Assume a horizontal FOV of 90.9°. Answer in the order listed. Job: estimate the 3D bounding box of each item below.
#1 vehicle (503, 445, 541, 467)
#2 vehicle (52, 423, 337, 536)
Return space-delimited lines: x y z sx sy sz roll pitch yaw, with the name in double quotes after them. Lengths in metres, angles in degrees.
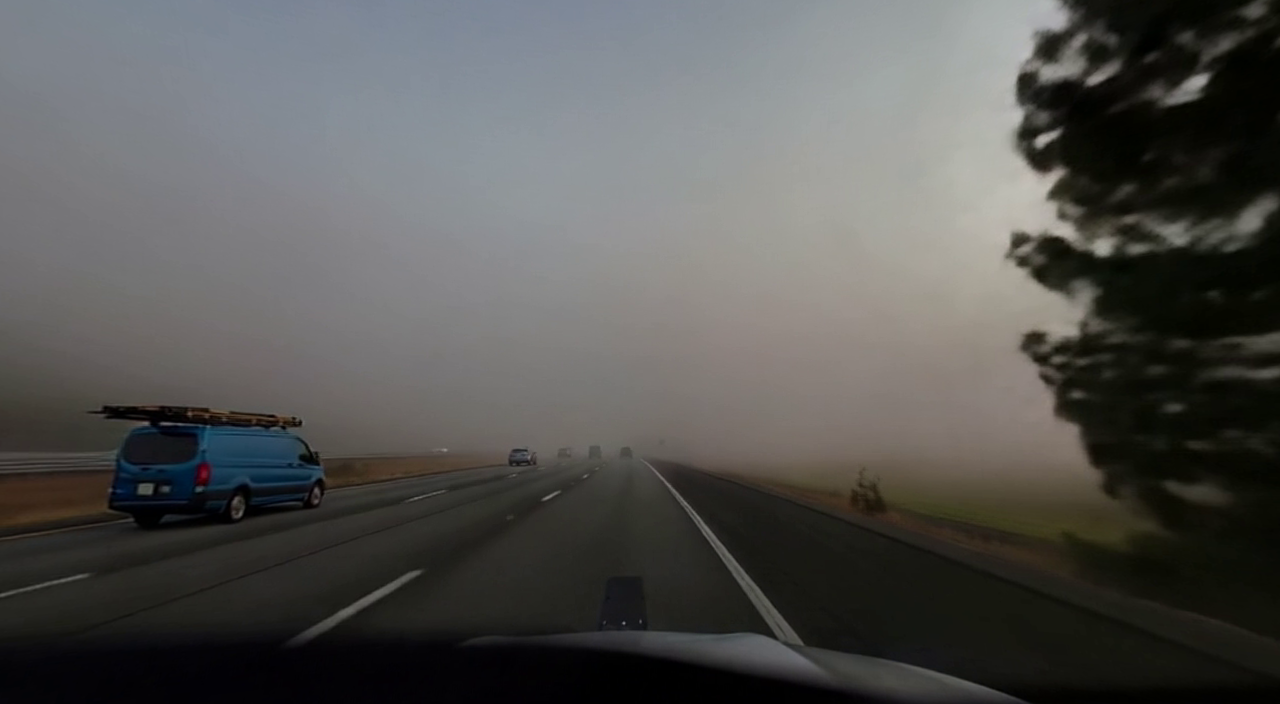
-8.520 7.535 46.013 1.958 1.499 4.437 0 -9 0 "vehicle"
-8.183 2.373 12.379 2.093 1.752 4.771 0 -9 0 "vehicle"
